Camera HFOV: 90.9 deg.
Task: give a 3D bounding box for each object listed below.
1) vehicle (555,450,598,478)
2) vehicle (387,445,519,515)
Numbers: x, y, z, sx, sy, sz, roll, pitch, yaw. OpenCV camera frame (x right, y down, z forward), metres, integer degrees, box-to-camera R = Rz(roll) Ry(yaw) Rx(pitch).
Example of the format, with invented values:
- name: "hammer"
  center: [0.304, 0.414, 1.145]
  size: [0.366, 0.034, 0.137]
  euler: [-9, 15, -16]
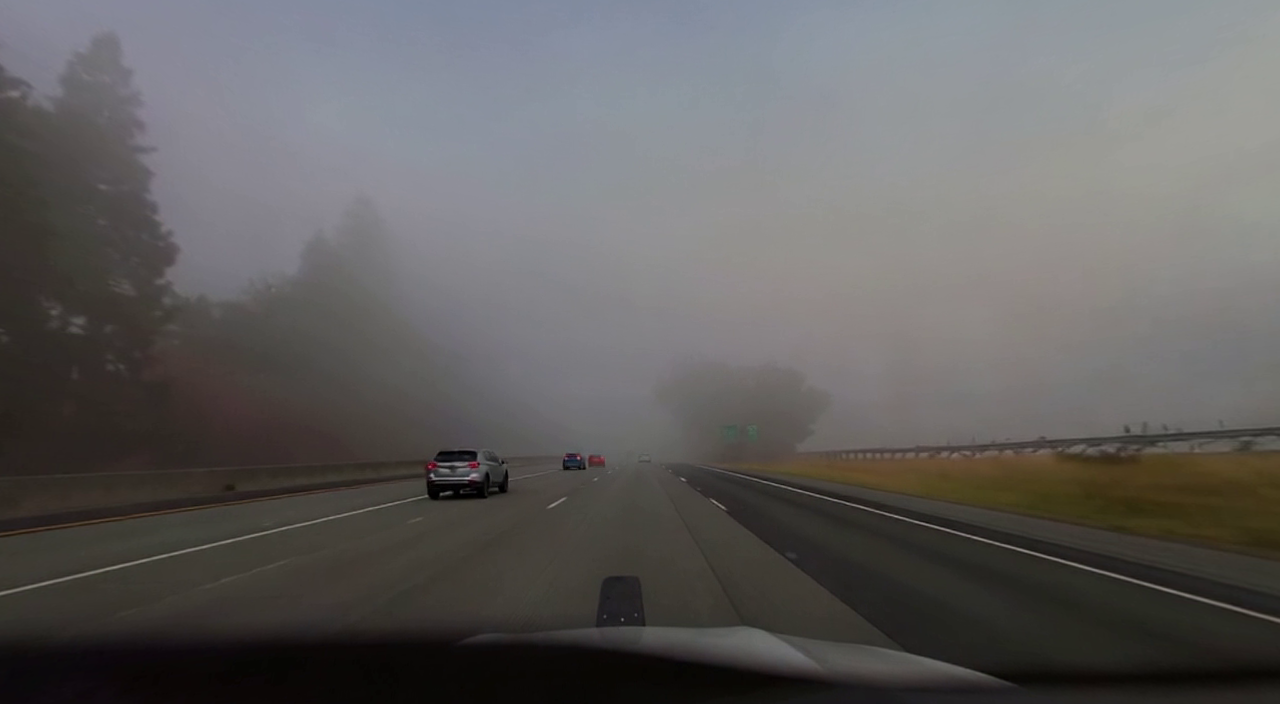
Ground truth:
- name: "vehicle"
  center: [-3.562, 6.346, 35.940]
  size: [2.005, 1.474, 3.921]
  euler: [0, -9, 1]
- name: "vehicle"
  center: [-4.563, 3.189, 16.232]
  size: [1.975, 1.501, 4.603]
  euler: [0, -9, 0]
